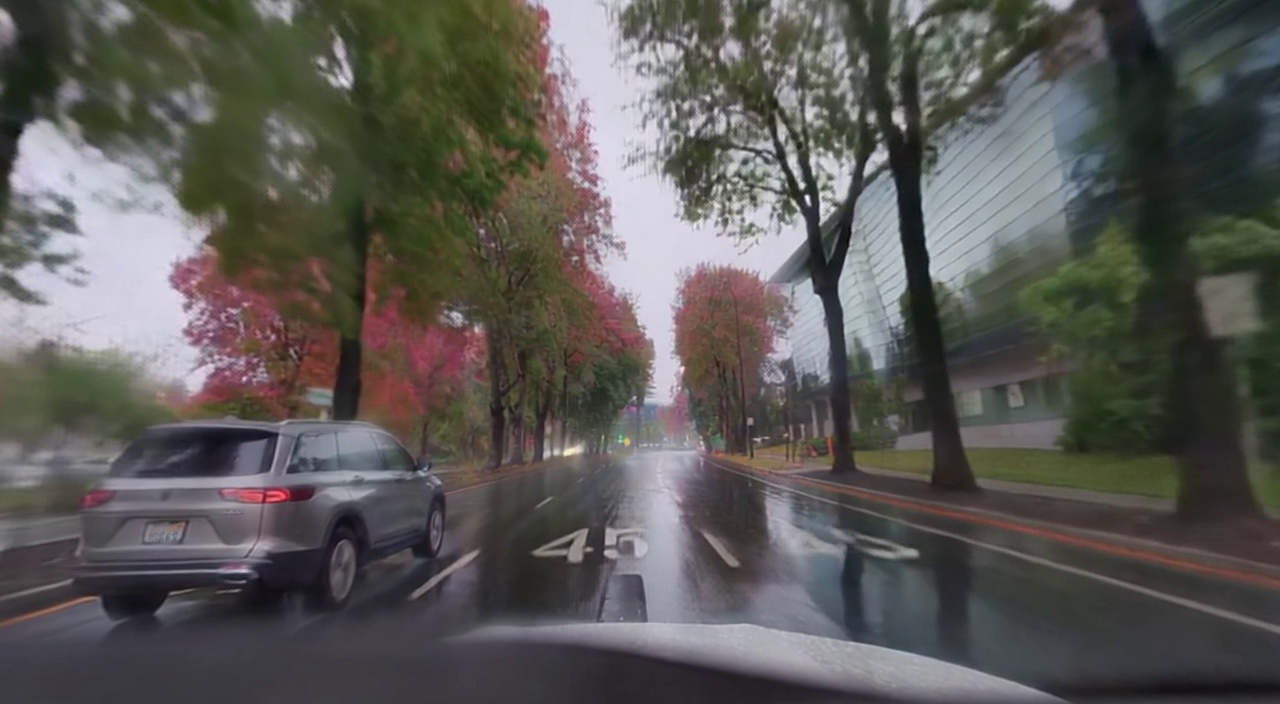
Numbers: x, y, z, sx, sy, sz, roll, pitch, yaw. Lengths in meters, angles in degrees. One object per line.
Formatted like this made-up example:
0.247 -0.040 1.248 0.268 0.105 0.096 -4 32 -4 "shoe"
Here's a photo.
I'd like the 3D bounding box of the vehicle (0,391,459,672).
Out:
-3.495 1.434 6.227 2.067 1.700 4.561 -1 -8 0 "vehicle"
